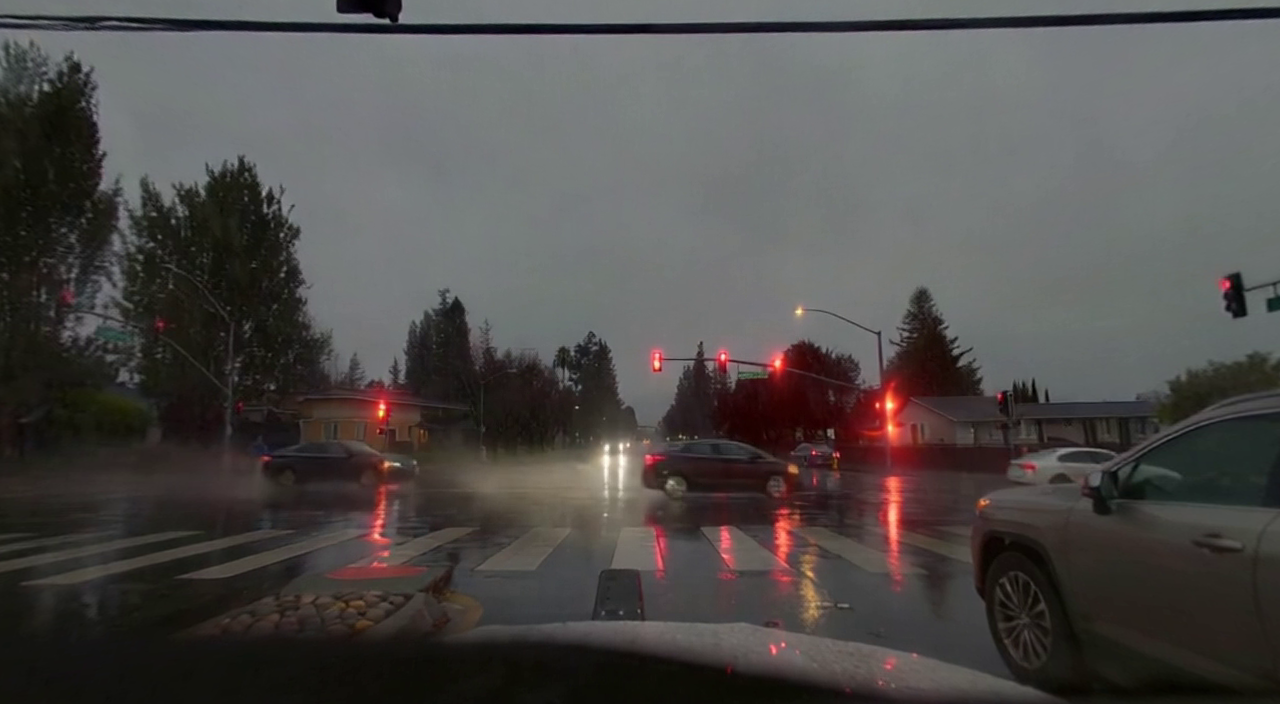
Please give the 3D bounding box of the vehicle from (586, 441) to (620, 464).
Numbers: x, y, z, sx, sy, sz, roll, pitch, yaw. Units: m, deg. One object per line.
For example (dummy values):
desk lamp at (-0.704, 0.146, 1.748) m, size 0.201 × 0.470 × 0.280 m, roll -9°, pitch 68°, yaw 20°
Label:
vehicle at (-2.417, 6.710, 42.260) m, size 2.046 × 1.491 × 4.118 m, roll 0°, pitch -9°, yaw 1°

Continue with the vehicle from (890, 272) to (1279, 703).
vehicle at (2.709, 0.715, 1.719) m, size 2.085 × 1.800 × 4.908 m, roll 0°, pitch -9°, yaw 1°

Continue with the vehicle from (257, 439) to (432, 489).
vehicle at (-9.194, 3.511, 19.987) m, size 4.537 × 1.501 × 1.950 m, roll 0°, pitch -9°, yaw -1°

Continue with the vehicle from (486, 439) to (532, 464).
vehicle at (-8.939, 6.855, 43.644) m, size 2.028 × 1.654 × 5.027 m, roll 0°, pitch -9°, yaw 1°

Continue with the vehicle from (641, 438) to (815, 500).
vehicle at (2.198, 3.070, 16.771) m, size 4.290 × 1.518 × 1.888 m, roll 0°, pitch -9°, yaw -1°
